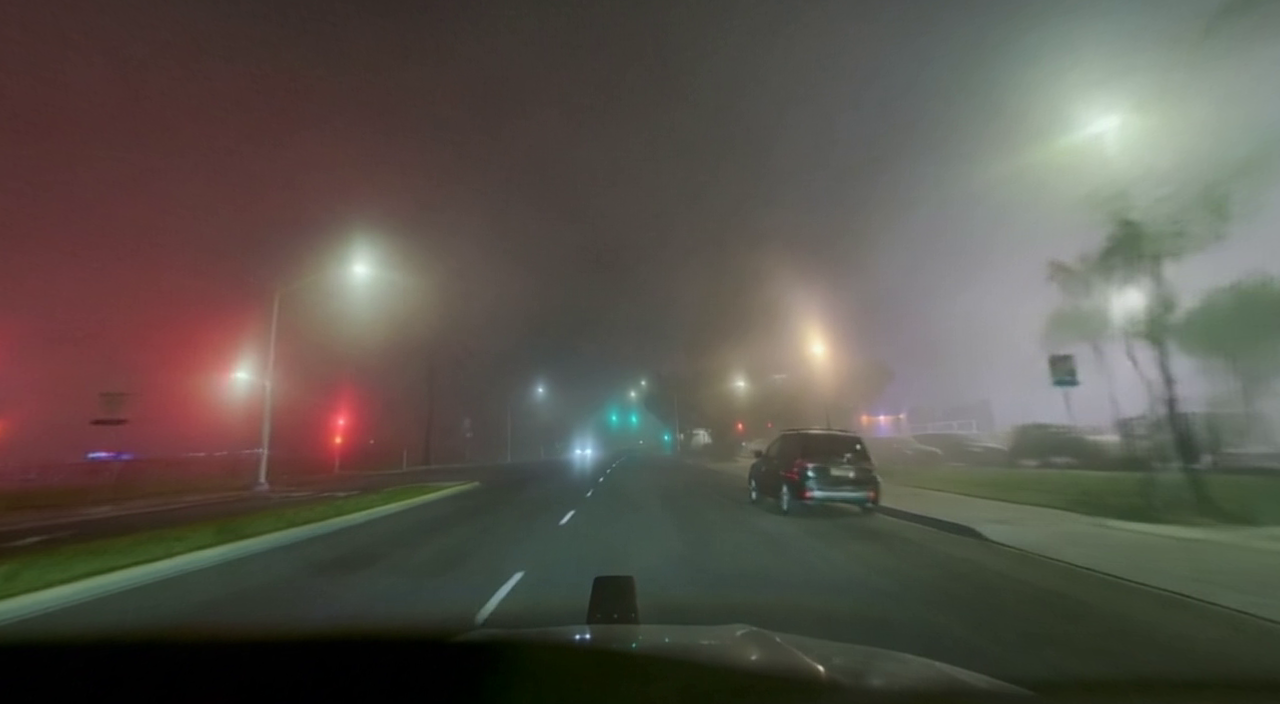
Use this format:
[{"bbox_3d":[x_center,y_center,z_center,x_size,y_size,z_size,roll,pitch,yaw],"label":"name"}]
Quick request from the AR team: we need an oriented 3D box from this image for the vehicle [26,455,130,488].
[{"bbox_3d":[-37.785,8.029,42.567,4.828,1.948,2.094,-1,-9,-3],"label":"vehicle"}]

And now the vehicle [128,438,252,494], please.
[{"bbox_3d":[-19.456,4.828,27.195,6.167,2.125,2.526,-7,-11,38],"label":"vehicle"}]

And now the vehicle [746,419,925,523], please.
[{"bbox_3d":[3.701,2.350,12.981,2.138,1.743,4.363,0,-9,-2],"label":"vehicle"}]
